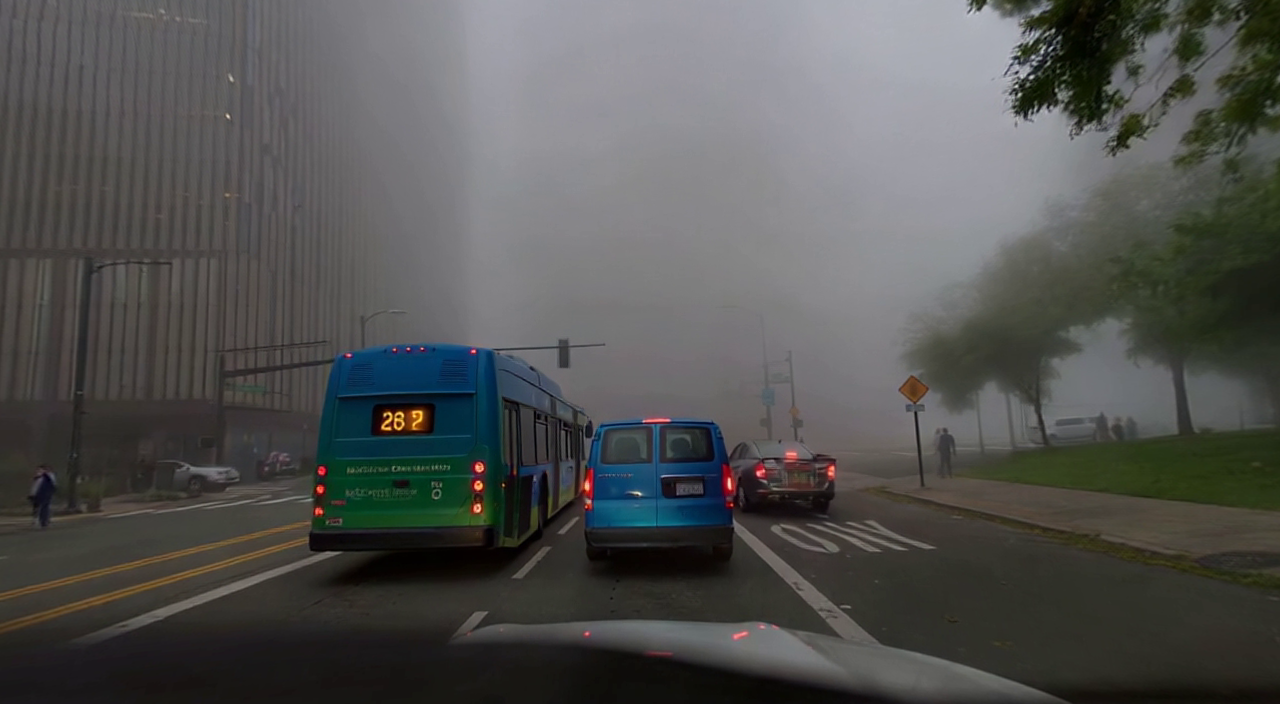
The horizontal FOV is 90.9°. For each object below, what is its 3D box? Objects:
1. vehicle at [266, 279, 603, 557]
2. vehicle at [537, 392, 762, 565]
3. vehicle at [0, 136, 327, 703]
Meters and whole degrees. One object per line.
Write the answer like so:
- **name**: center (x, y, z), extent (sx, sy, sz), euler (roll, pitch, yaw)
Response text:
- **vehicle**: center (-2.906, 1.792, 14.604), extent (3.042, 3.445, 13.615), euler (0, -9, 1)
- **vehicle**: center (0.133, 1.740, 9.274), extent (2.500, 1.912, 4.270), euler (0, -9, 1)
- **vehicle**: center (-2.749, 0.326, 0.227), extent (2.329, 2.089, 5.659), euler (0, -9, 0)
